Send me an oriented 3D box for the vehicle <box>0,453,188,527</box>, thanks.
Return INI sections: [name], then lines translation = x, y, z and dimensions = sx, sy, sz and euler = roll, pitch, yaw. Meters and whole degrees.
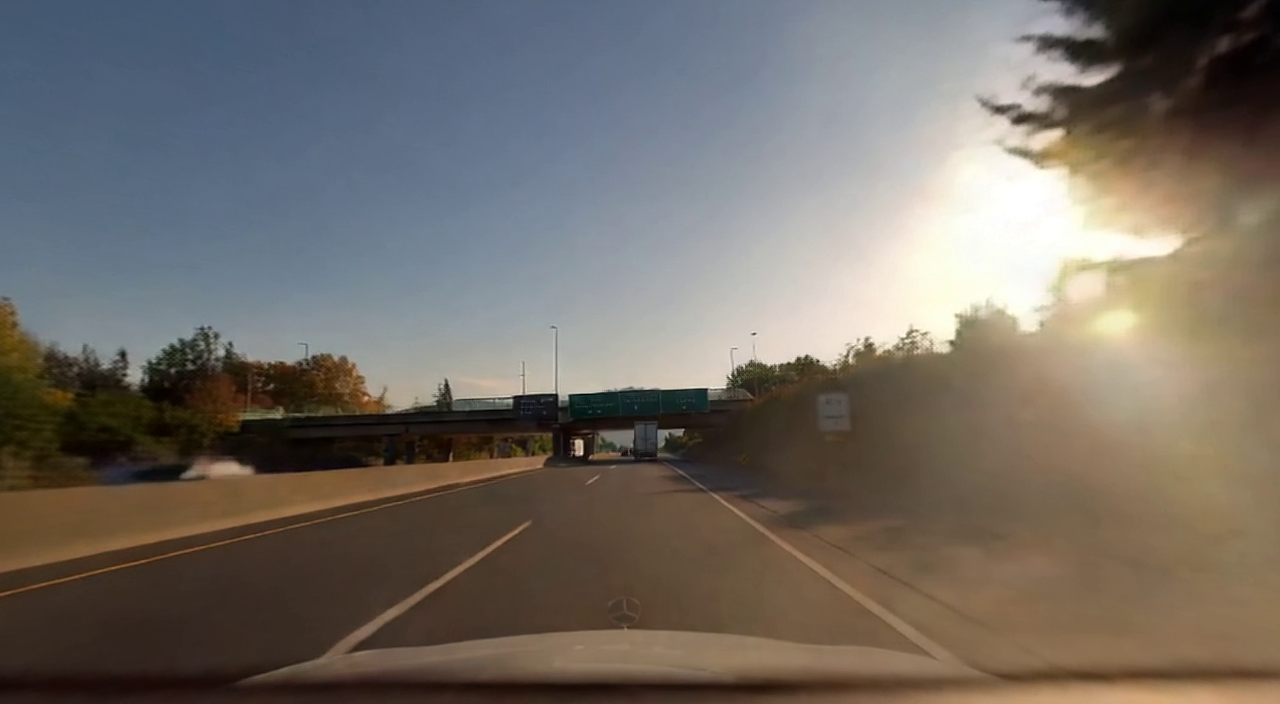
[vehicle]
translation = -13.082, 3.124, 14.815
dimensions = 1.833, 1.431, 4.206
euler = 0, -9, 0
